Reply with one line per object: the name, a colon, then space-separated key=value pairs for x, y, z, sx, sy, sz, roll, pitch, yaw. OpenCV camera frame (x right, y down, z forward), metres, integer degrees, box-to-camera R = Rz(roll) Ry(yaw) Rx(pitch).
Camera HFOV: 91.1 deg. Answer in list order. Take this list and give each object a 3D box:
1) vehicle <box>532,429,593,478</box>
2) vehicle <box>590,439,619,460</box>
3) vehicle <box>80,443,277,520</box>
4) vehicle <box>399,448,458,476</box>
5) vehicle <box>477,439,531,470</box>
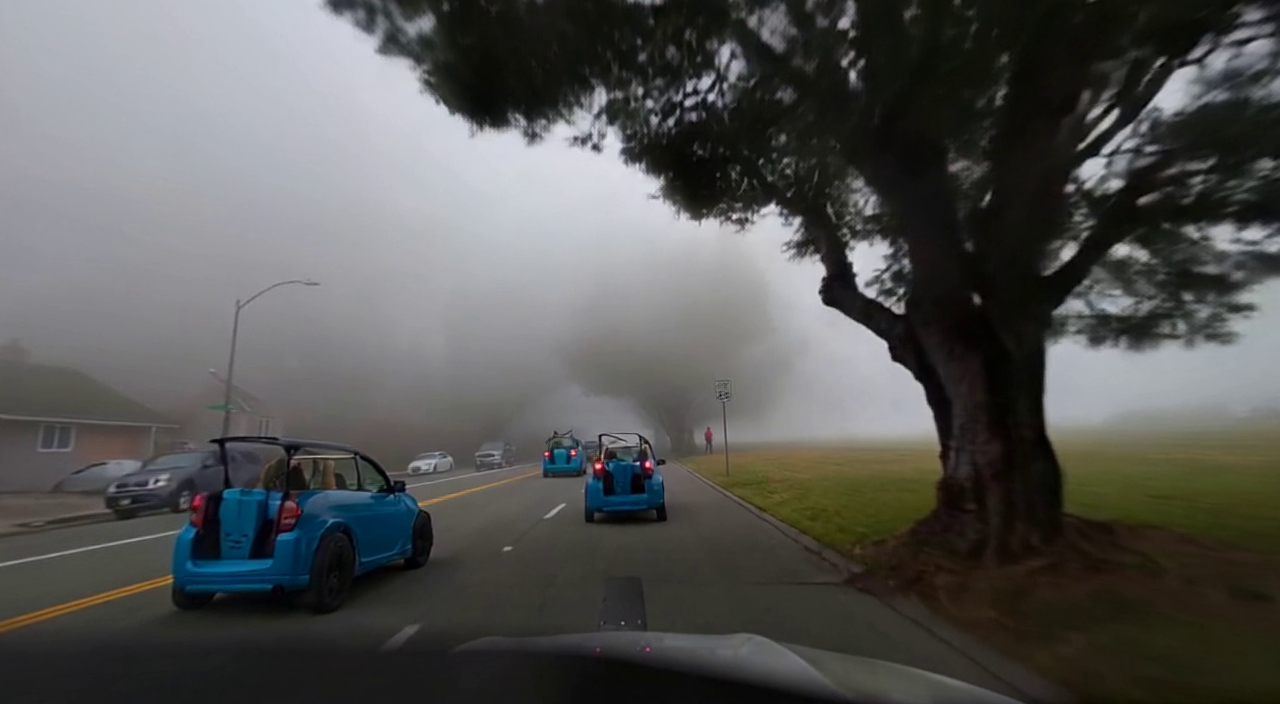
vehicle: x=-3.078 y=4.134 z=25.703 sx=1.908 sy=1.809 sz=4.230 roll=0 pitch=-8 yaw=1
vehicle: x=-2.726 y=7.570 z=48.815 sx=2.007 sy=1.615 sz=3.758 roll=0 pitch=-8 yaw=1
vehicle: x=-12.368 y=3.434 z=17.318 sx=1.928 sy=1.800 sz=4.632 roll=0 pitch=-8 yaw=-1
vehicle: x=-12.197 y=6.349 z=36.498 sx=1.887 sy=1.469 sz=4.691 roll=0 pitch=-9 yaw=-1
vehicle: x=-8.442 y=6.382 z=39.444 sx=2.060 sy=1.785 sz=5.303 roll=0 pitch=-8 yaw=1
